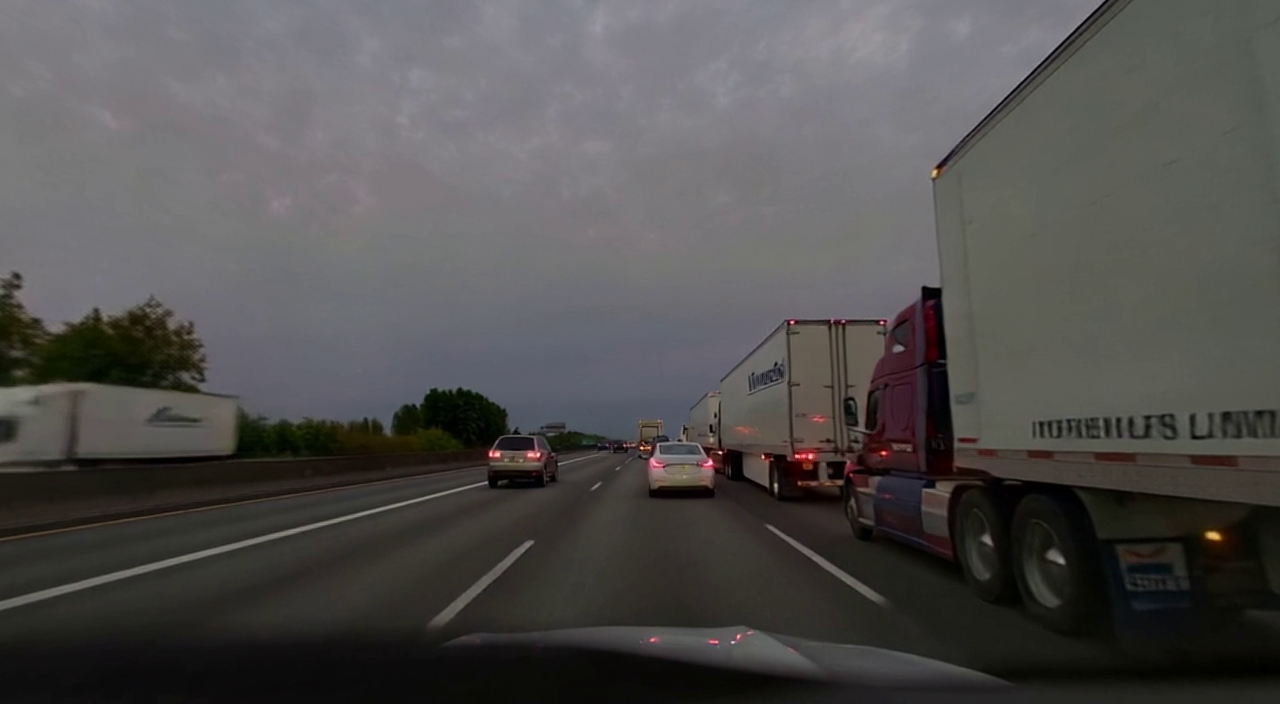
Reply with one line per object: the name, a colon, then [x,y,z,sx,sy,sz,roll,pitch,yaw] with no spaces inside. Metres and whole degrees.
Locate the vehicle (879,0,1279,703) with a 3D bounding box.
vehicle: [4.515,0.010,4.793,2.981,3.988,6.053,0,-8,1]

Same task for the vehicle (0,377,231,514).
vehicle: [-14.753,2.447,16.929,2.621,2.896,7.092,0,-8,1]

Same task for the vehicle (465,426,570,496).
vehicle: [-3.313,3.032,18.043,2.006,1.729,4.447,0,-8,2]

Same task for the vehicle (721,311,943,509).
vehicle: [4.837,2.123,20.161,2.883,4.070,14.423,0,-8,1]

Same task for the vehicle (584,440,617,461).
vehicle: [-3.057,7.699,49.645,2.181,1.538,4.169,0,-8,2]

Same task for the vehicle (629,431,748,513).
vehicle: [0.894,2.526,13.854,2.200,1.495,4.282,0,-8,0]
